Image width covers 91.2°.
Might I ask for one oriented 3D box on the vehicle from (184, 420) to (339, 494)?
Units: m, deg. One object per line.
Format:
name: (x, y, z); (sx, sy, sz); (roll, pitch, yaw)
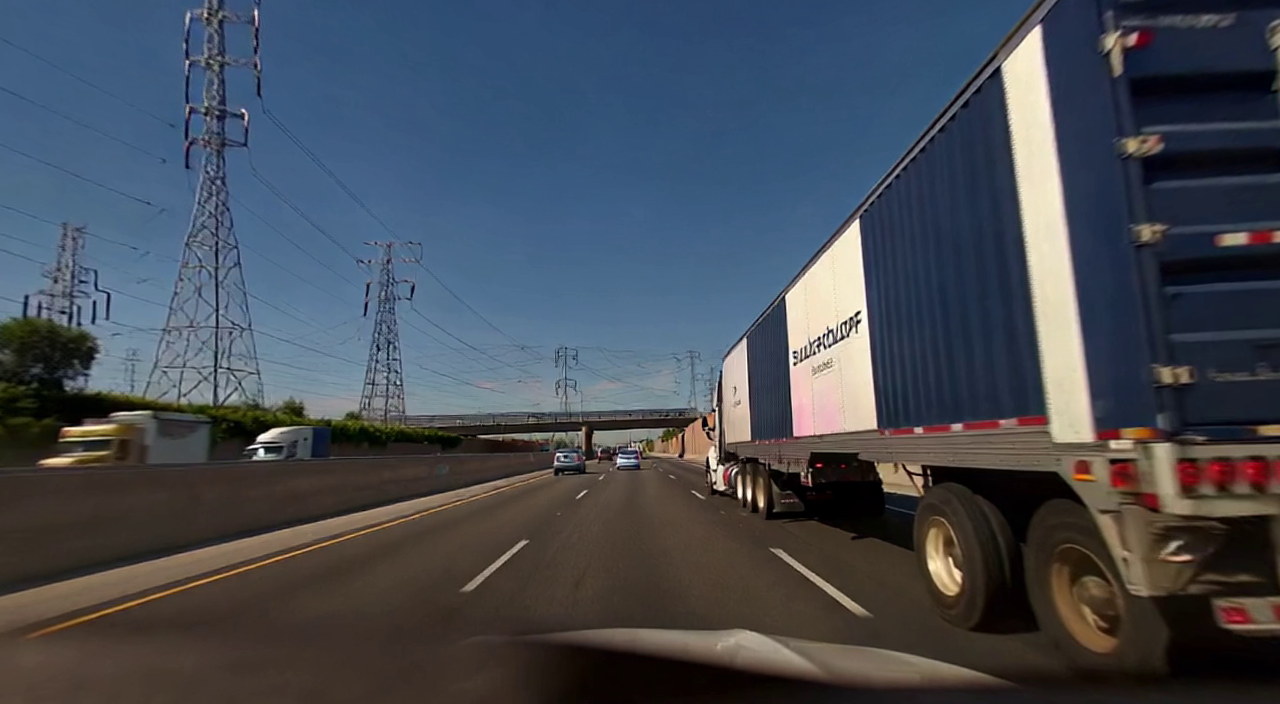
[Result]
vehicle: (-20.388, 5.766, 34.743); (2.756, 3.490, 9.284); (0, -9, 0)

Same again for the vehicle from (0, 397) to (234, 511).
vehicle: (-20.113, 3.980, 24.727); (2.895, 3.724, 7.725); (0, -9, 0)

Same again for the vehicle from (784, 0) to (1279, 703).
vehicle: (3.930, 0.222, 6.081); (2.859, 3.917, 8.481); (0, -9, -1)

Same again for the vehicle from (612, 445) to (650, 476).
vehicle: (-0.512, 6.098, 35.320); (2.004, 1.615, 4.113); (0, -9, -1)

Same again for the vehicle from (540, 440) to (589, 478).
vehicle: (-4.014, 5.806, 34.157); (2.077, 1.884, 4.961); (0, -9, -1)
